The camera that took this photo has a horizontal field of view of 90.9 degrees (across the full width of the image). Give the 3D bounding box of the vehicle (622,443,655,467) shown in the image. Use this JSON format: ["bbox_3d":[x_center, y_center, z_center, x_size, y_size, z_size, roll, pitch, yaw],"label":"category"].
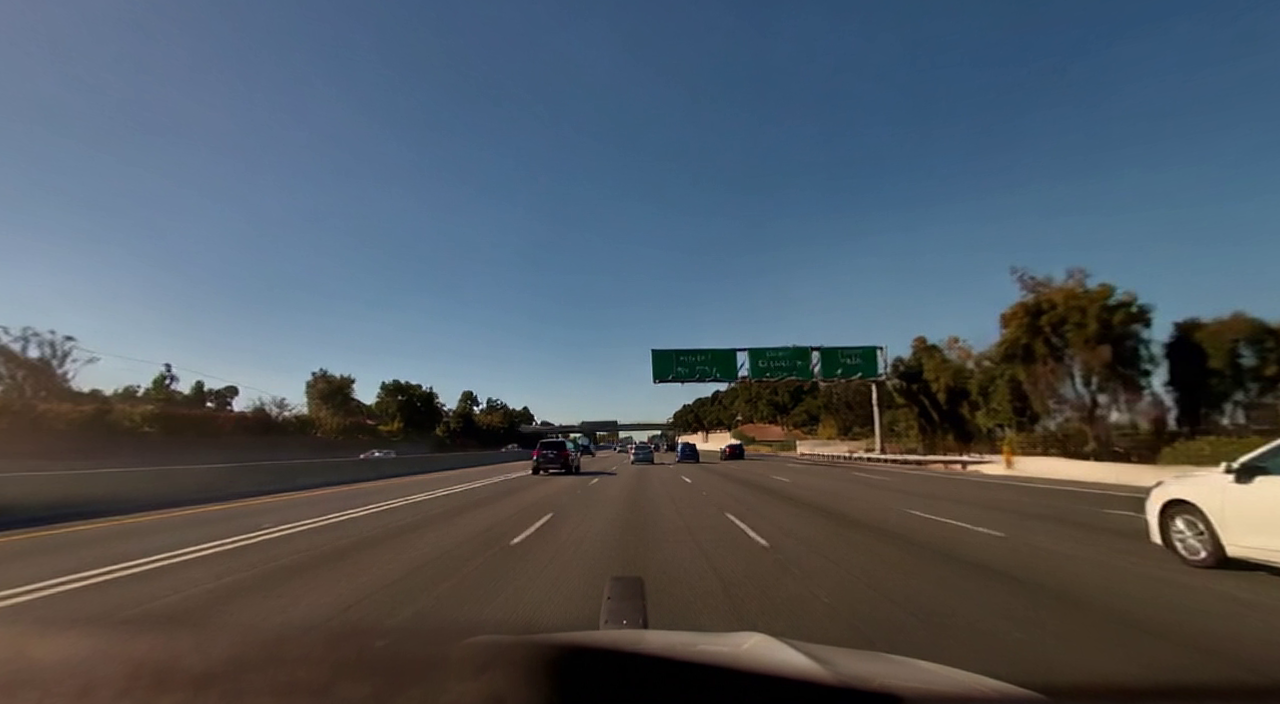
[{"bbox_3d":[-0.086,6.689,41.089,2.050,1.452,3.917,0,-8,0],"label":"vehicle"}]

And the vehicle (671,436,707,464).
[{"bbox_3d":[3.721,7.566,48.940,2.348,1.991,5.460,0,-8,0],"label":"vehicle"}]

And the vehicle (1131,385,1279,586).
[{"bbox_3d":[6.709,1.039,4.653,2.123,1.756,4.959,0,-8,0],"label":"vehicle"}]

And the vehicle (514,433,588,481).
[{"bbox_3d":[-3.467,4.227,25.626,2.118,1.750,4.875,-1,-8,2],"label":"vehicle"}]

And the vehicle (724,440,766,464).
[{"bbox_3d":[7.444,7.155,45.239,2.196,1.659,4.451,0,-8,-1],"label":"vehicle"}]
